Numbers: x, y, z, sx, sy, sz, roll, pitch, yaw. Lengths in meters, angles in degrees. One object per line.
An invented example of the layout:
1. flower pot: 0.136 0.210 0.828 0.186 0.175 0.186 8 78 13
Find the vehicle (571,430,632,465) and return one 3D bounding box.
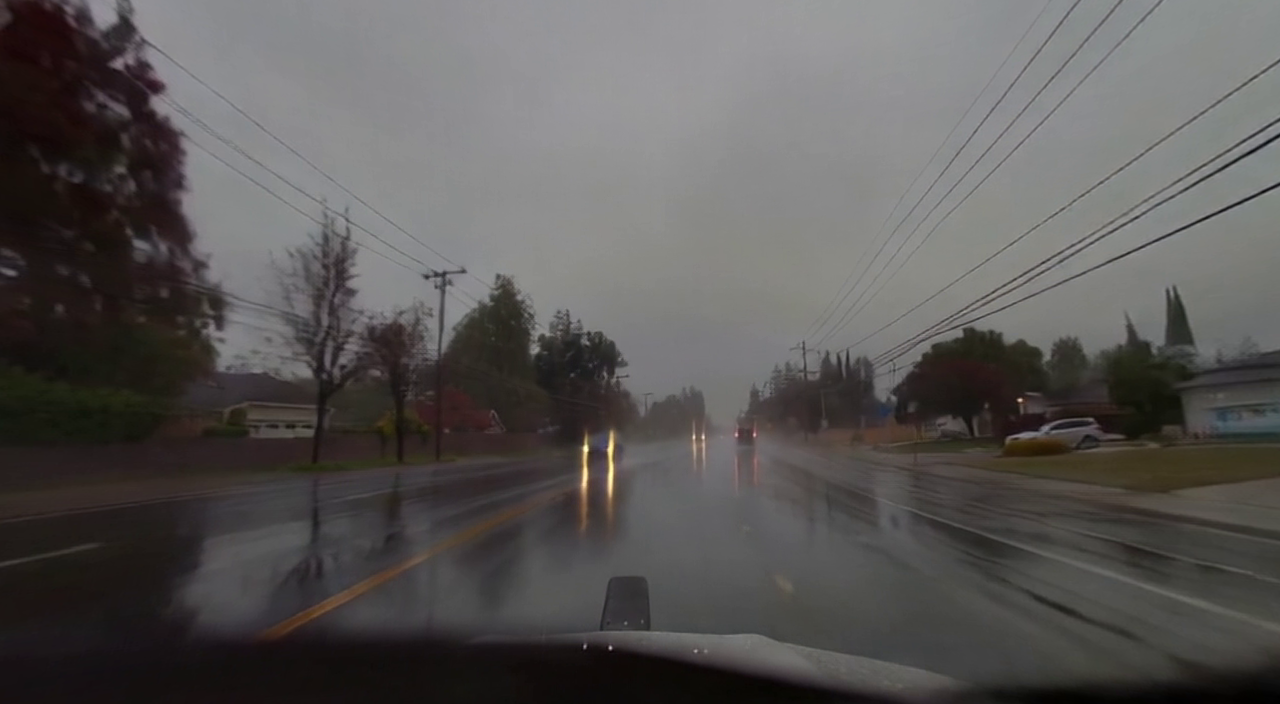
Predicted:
1. vehicle: -1.703 4.495 29.718 1.974 1.479 4.392 -2 -9 9

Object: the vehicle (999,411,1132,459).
1. vehicle: 19.251 3.835 28.768 4.687 1.805 2.130 -9 -11 32

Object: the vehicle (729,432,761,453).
1. vehicle: 7.884 6.840 47.520 1.982 1.451 4.152 -1 -8 5
